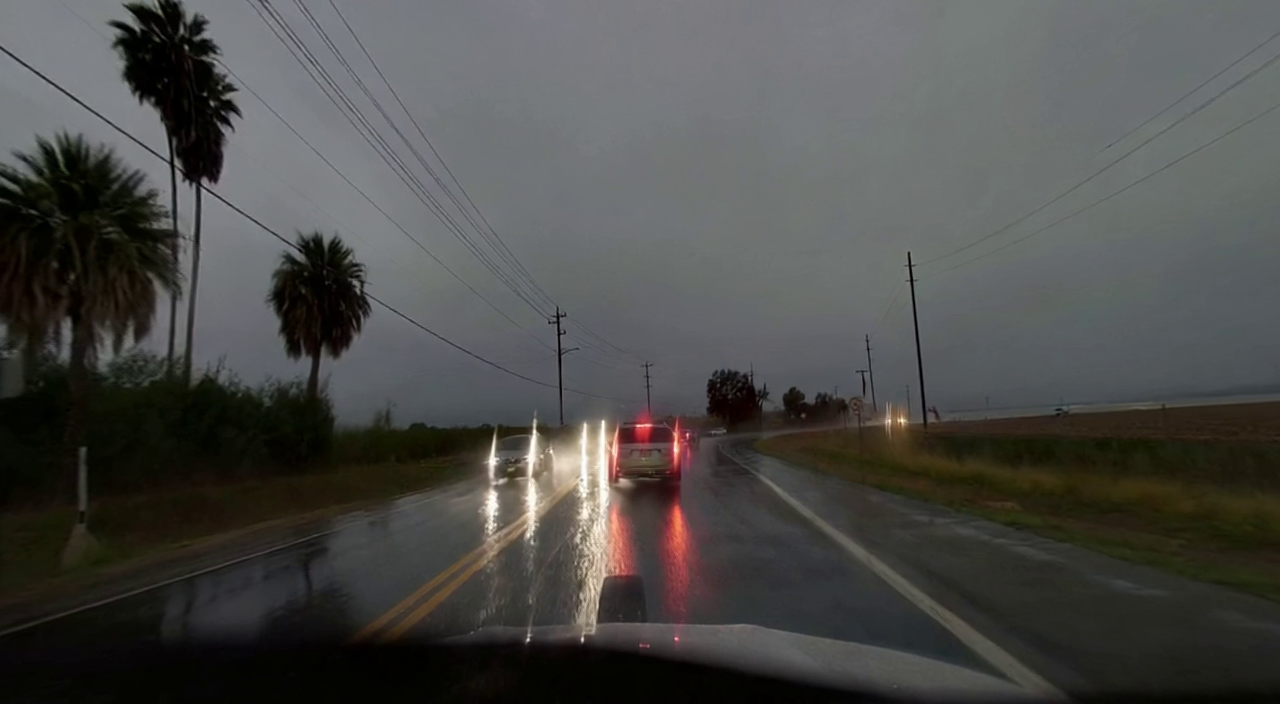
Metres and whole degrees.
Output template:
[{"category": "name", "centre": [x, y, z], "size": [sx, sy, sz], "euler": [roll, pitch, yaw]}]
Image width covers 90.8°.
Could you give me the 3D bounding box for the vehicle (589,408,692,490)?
[{"category": "vehicle", "centre": [-0.035, 2.569, 16.885], "size": [2.364, 1.859, 4.538], "euler": [0, -8, -1]}]

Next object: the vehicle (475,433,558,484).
[{"category": "vehicle", "centre": [-4.193, 3.674, 22.076], "size": [2.079, 1.606, 3.775], "euler": [0, -8, 0]}]
